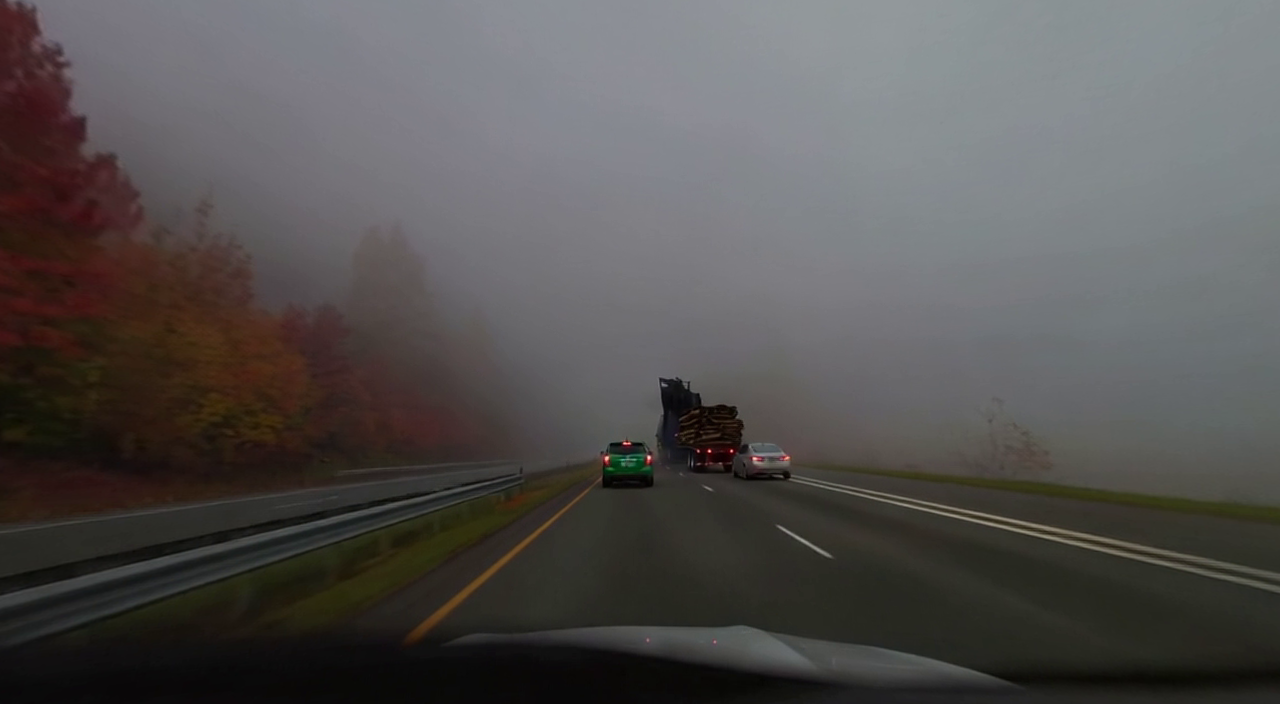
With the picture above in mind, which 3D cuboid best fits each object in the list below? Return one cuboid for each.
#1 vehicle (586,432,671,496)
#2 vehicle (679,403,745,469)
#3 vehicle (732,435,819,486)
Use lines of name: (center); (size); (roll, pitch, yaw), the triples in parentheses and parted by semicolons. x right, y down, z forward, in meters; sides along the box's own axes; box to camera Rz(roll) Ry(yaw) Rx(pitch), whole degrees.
vehicle: (-0.316, 3.322, 18.911); (2.263, 1.699, 3.936); (0, -9, 0)
vehicle: (4.528, 5.640, 41.519); (3.125, 3.895, 8.461); (0, -9, -1)
vehicle: (4.822, 3.944, 23.031); (2.057, 1.660, 4.525); (0, -9, -2)
